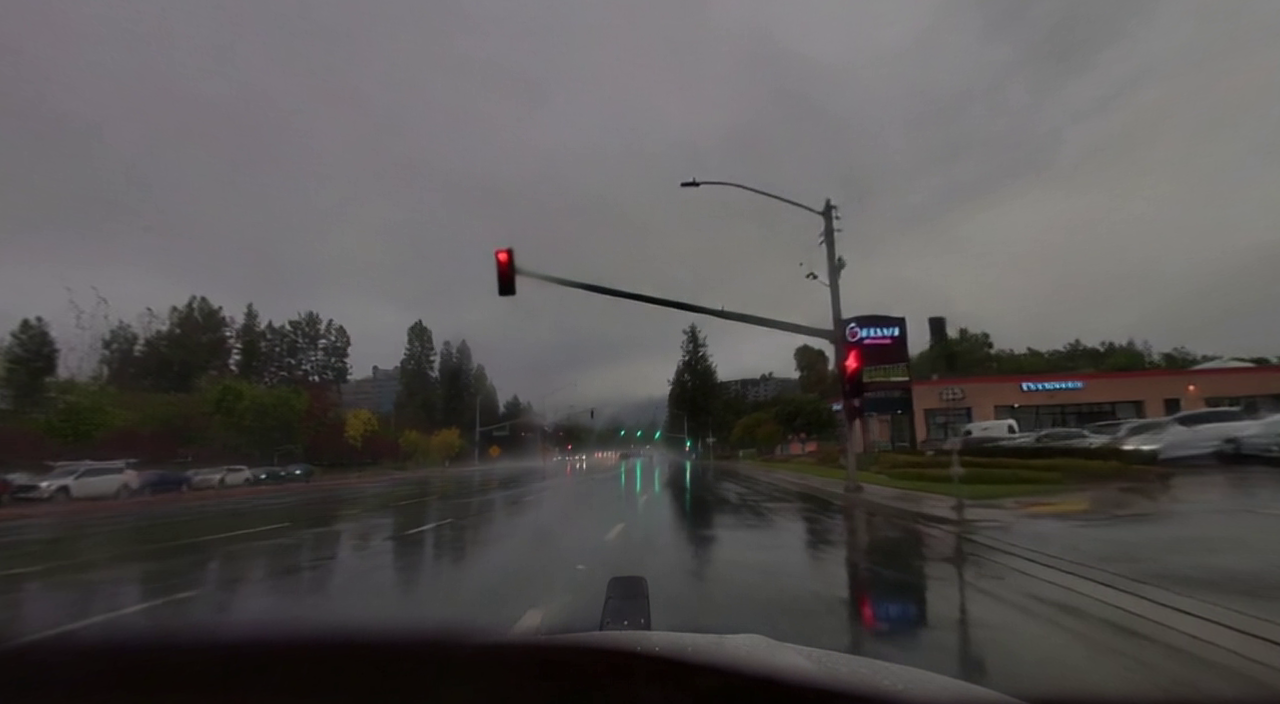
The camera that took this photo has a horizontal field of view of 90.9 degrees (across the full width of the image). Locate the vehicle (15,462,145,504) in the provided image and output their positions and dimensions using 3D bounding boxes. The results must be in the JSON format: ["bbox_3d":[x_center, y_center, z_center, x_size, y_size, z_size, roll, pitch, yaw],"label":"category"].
[{"bbox_3d":[-28.087,6.545,31.870,2.009,1.798,4.673,0,-9,4],"label":"vehicle"}]

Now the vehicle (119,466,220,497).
[{"bbox_3d":[-24.583,6.755,33.138,1.827,1.370,4.191,-1,-9,6],"label":"vehicle"}]

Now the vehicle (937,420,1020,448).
[{"bbox_3d":[18.057,4.412,33.730,3.464,1.409,1.598,0,-9,4],"label":"vehicle"}]

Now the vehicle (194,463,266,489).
[{"bbox_3d":[-30.056,9.087,46.365,1.851,1.682,4.631,0,-9,5],"label":"vehicle"}]
